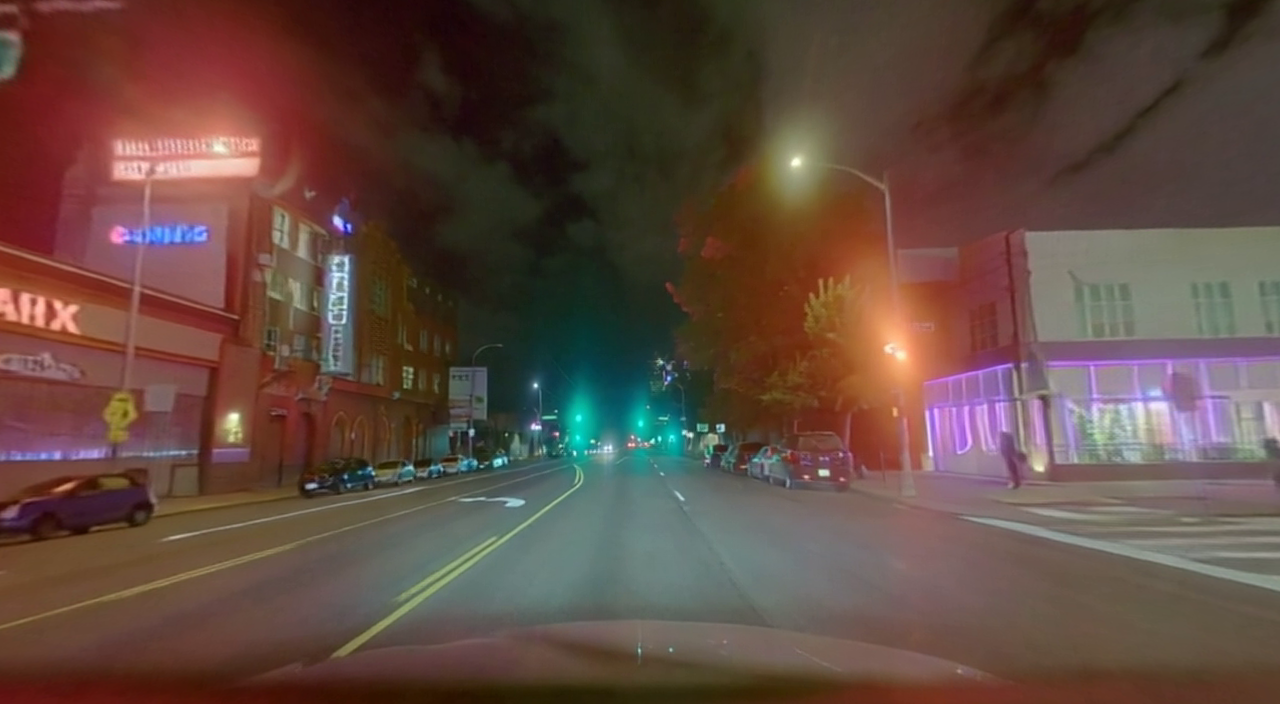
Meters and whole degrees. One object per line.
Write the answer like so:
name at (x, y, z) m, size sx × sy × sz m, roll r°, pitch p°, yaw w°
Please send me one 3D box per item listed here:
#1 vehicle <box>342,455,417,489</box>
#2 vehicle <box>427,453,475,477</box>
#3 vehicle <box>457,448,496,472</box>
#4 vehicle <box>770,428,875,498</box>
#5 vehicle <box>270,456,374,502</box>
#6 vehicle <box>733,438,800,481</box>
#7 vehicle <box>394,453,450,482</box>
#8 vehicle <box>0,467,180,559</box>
vehicle at (-12.799, 5.888, 31.337) m, size 1.927 × 1.489 × 4.572 m, roll 0°, pitch -8°, yaw -2°
vehicle at (-12.774, 7.630, 42.998) m, size 1.868 × 1.418 × 4.415 m, roll -2°, pitch -9°, yaw 1°
vehicle at (-12.289, 8.130, 47.798) m, size 1.834 × 1.643 × 4.110 m, roll -1°, pitch -8°, yaw 1°
vehicle at (5.757, 3.567, 20.589) m, size 2.010 × 1.943 × 4.319 m, roll -2°, pitch -9°, yaw -1°
vehicle at (-12.213, 4.865, 24.596) m, size 1.804 × 1.533 × 4.121 m, roll -1°, pitch -8°, yaw 1°
vehicle at (5.745, 4.921, 29.205) m, size 1.991 × 1.771 × 4.604 m, roll 0°, pitch -9°, yaw -2°
vehicle at (-12.744, 6.732, 37.162) m, size 1.800 × 1.532 × 4.110 m, roll -1°, pitch -8°, yaw 0°
vehicle at (-12.255, 3.252, 13.326) m, size 1.842 × 1.461 × 4.371 m, roll 0°, pitch -8°, yaw -1°
